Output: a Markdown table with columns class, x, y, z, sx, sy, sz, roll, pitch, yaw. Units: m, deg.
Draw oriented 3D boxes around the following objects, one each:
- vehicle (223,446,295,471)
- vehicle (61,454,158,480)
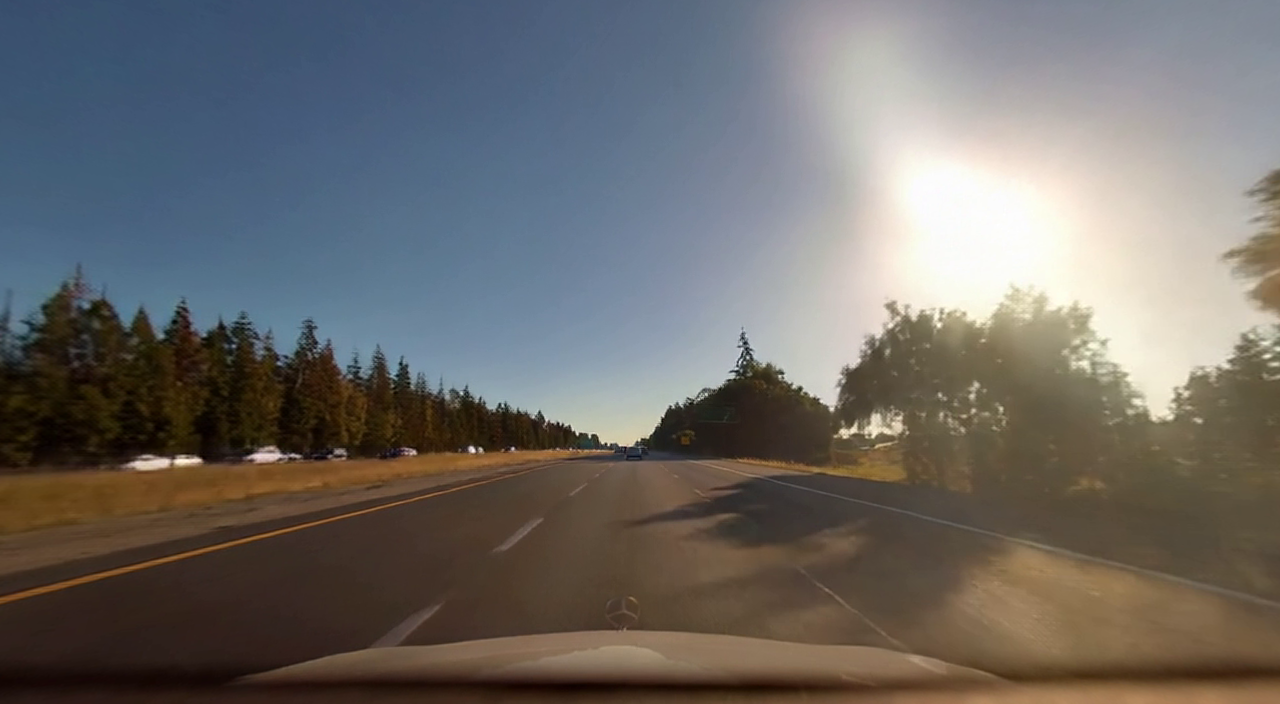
| class | x | y | z | sx | sy | sz | roll | pitch | yaw |
| --- | --- | --- | --- | --- | --- | --- | --- | --- | --- |
| vehicle | -28.833 | 8.069 | 48.084 | 2.089 | 1.787 | 5.411 | 0 | -9 | 0 |
| vehicle | -32.700 | 7.079 | 39.123 | 1.825 | 1.464 | 4.853 | 0 | -9 | -1 |
